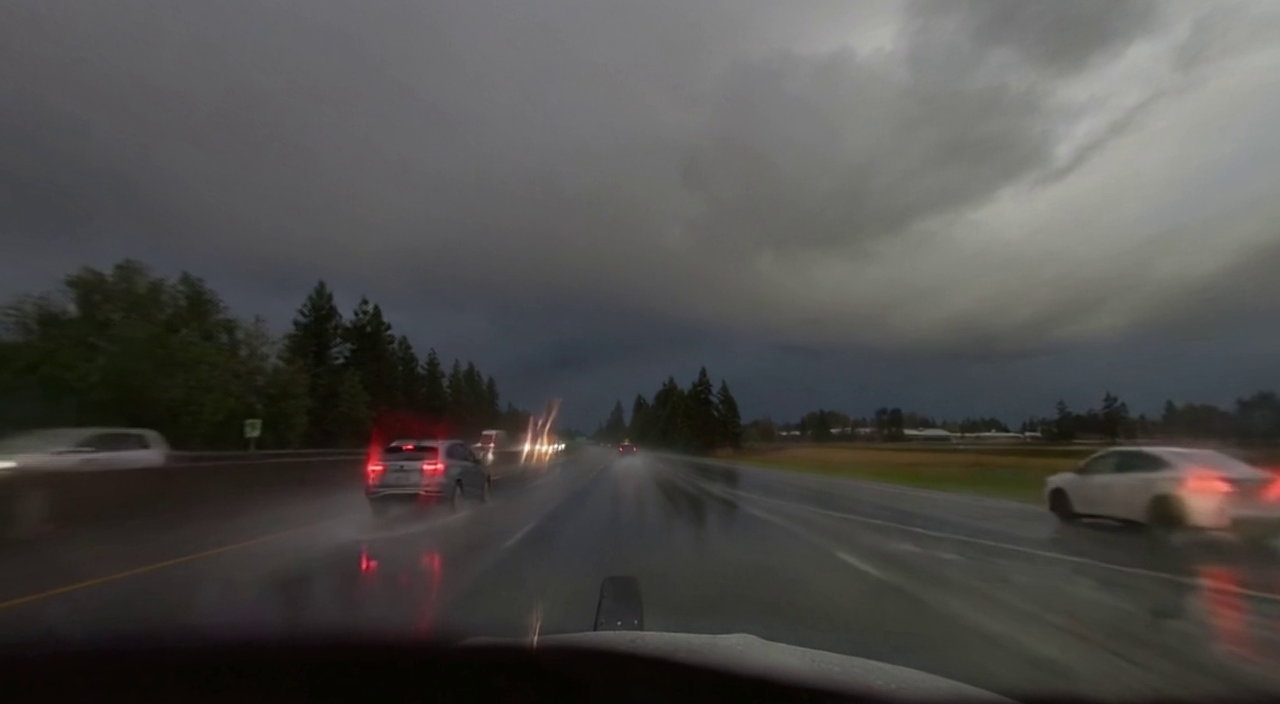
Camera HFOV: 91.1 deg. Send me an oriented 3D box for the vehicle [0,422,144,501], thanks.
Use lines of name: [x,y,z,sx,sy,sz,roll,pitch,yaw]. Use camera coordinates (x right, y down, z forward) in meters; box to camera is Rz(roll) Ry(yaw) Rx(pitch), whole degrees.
vehicle: [-13.193,2.299,13.314,1.870,1.489,4.309,0,-9,-1]

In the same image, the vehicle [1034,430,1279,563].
vehicle: [8.381,1.906,8.735,2.117,1.558,4.736,2,-9,-12]

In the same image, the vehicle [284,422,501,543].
vehicle: [-4.078,2.224,11.359,2.111,1.717,4.426,0,-9,0]
